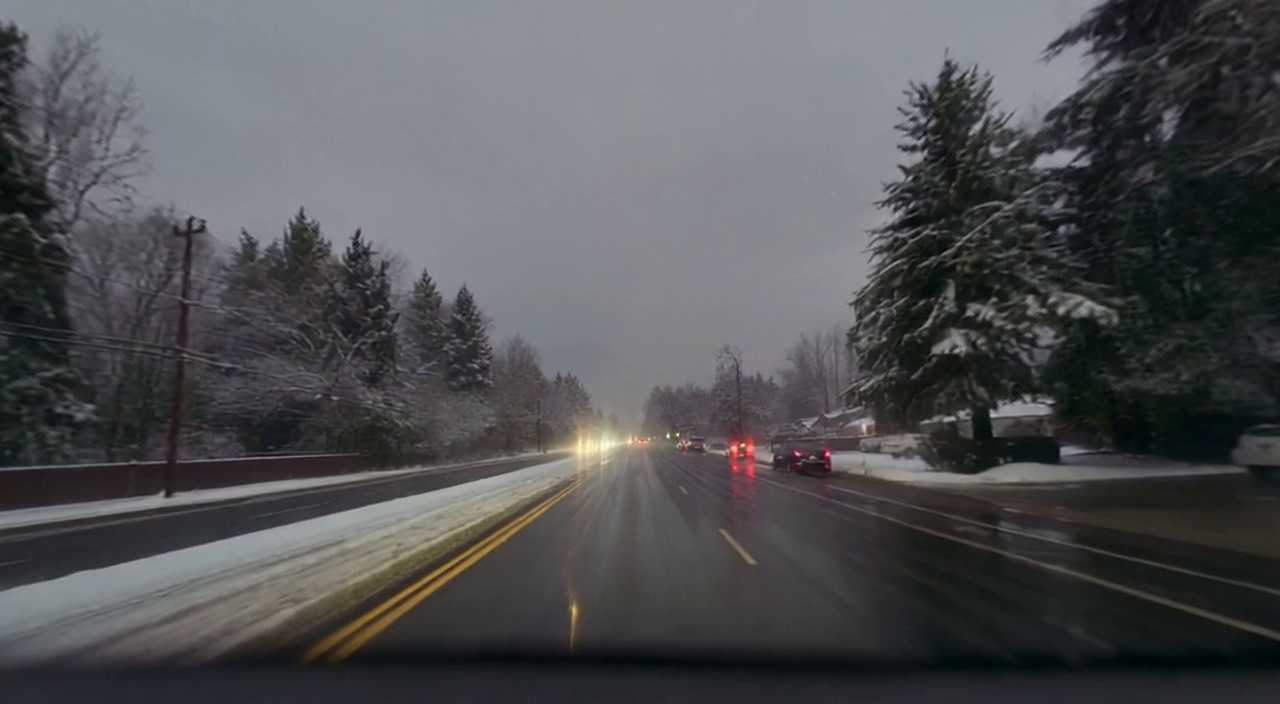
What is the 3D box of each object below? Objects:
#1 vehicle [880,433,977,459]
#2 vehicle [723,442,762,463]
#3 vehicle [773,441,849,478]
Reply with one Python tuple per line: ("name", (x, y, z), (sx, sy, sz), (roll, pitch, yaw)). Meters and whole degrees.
("vehicle", (17.637, 5.772, 38.815), (4.793, 1.537, 2.353), (1, -8, -5))
("vehicle", (7.367, 7.240, 45.756), (1.967, 1.449, 4.645), (0, -8, -1))
("vehicle", (7.265, 4.597, 27.329), (2.010, 1.469, 4.548), (0, -8, 0))
